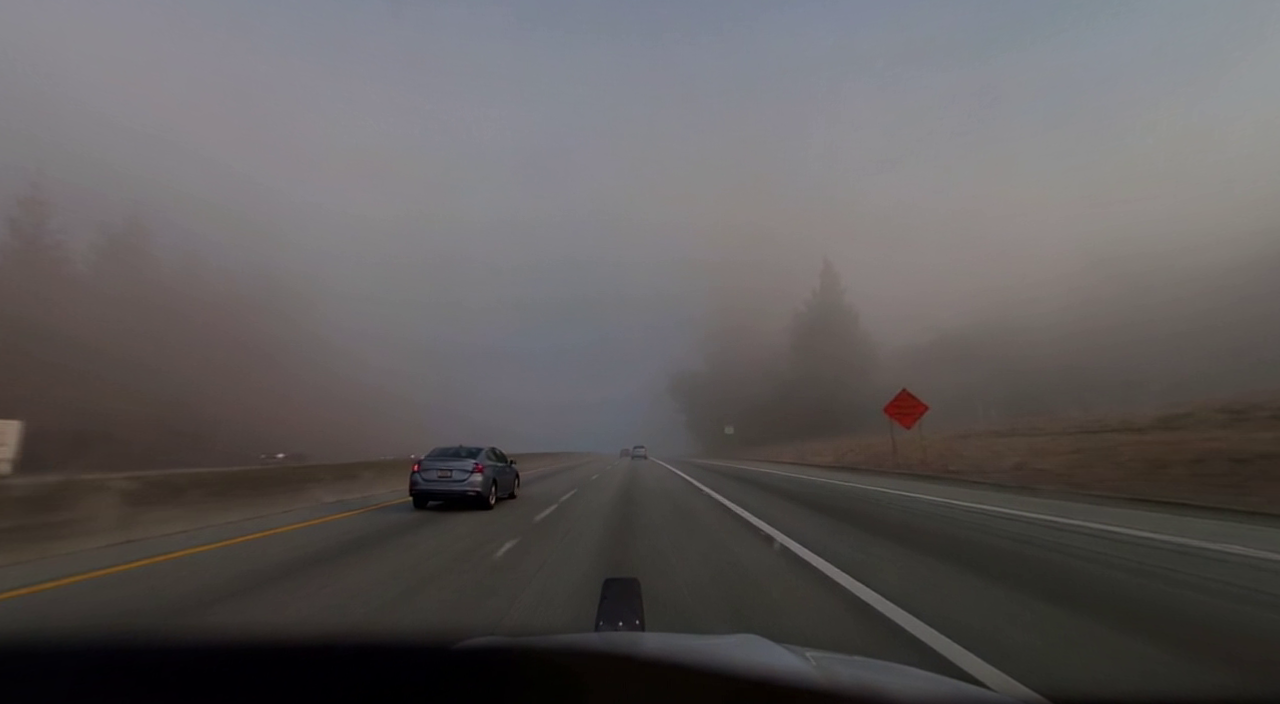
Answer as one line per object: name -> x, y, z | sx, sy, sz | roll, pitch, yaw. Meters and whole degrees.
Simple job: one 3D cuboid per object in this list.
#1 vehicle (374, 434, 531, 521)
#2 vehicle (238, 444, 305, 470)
vehicle -> -3.759, 2.586, 13.604 | 2.050, 1.547, 4.266 | 0, -8, 0
vehicle -> -28.473, 8.129, 49.017 | 2.147, 1.897, 5.048 | 0, -8, 0
